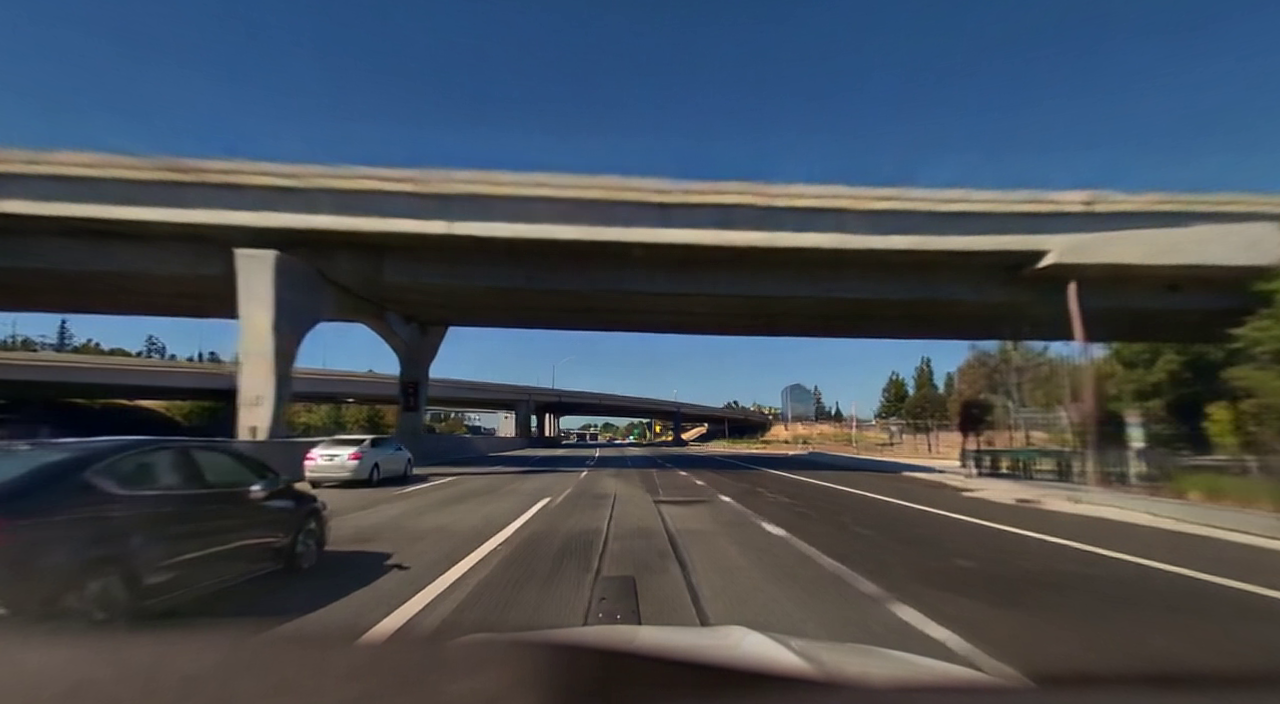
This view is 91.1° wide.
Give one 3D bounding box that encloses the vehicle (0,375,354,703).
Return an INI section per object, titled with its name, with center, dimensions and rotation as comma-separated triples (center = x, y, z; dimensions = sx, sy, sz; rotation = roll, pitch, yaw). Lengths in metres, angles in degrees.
[vehicle]
center = -3.977, 1.062, 3.940
dimensions = 2.123, 1.601, 4.887
rotation = 0, -8, -1
